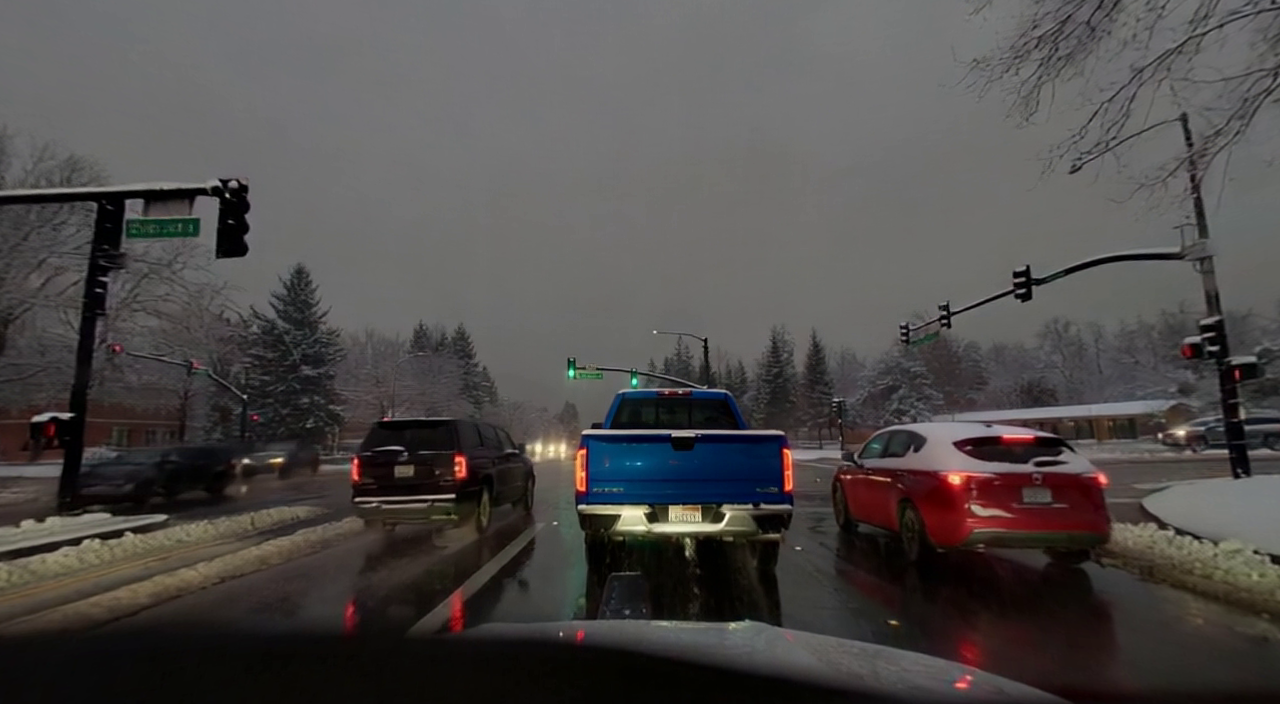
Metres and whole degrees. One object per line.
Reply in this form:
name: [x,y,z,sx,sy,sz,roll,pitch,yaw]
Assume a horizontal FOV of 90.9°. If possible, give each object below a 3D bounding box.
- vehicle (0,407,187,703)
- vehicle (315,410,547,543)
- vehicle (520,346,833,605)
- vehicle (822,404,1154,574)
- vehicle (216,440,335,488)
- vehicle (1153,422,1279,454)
vehicle: [-3.386,0.738,0.881,1.998,1.481,4.656,0,-8,1]
vehicle: [-3.153,2.007,10.827,2.125,1.739,4.707,0,-8,3]
vehicle: [0.334,1.334,7.557,2.505,2.084,4.768,0,-8,1]
vehicle: [4.058,1.664,8.398,1.984,1.659,4.226,0,-8,0]
vehicle: [-16.147,4.944,28.363,2.109,1.936,5.330,0,-8,0]
vehicle: [27.746,4.126,30.132,4.681,1.458,1.908,0,-8,-1]
